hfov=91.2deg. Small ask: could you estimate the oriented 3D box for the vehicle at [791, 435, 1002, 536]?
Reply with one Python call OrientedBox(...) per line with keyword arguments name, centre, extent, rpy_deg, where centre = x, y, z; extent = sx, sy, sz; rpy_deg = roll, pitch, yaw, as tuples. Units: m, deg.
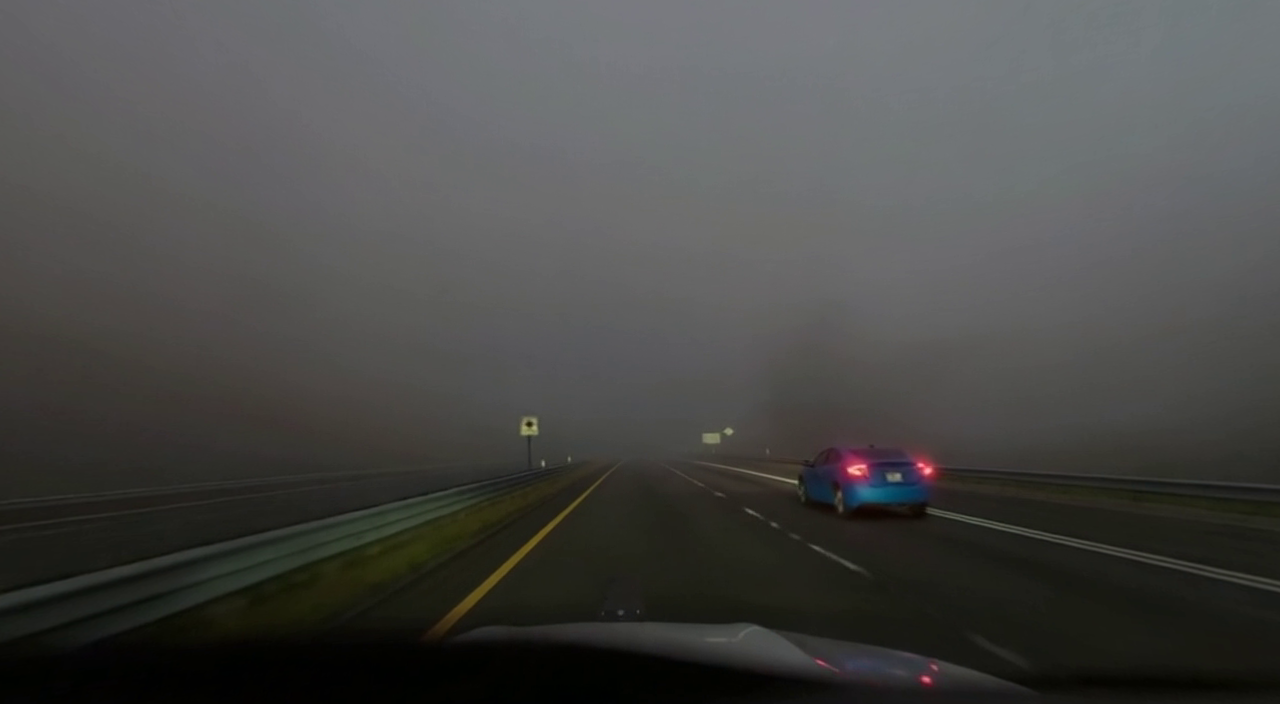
OrientedBox(name="vehicle", centre=(4.263, 2.285, 11.287), extent=(1.981, 1.440, 4.125), rpy_deg=(0, -9, -1))
